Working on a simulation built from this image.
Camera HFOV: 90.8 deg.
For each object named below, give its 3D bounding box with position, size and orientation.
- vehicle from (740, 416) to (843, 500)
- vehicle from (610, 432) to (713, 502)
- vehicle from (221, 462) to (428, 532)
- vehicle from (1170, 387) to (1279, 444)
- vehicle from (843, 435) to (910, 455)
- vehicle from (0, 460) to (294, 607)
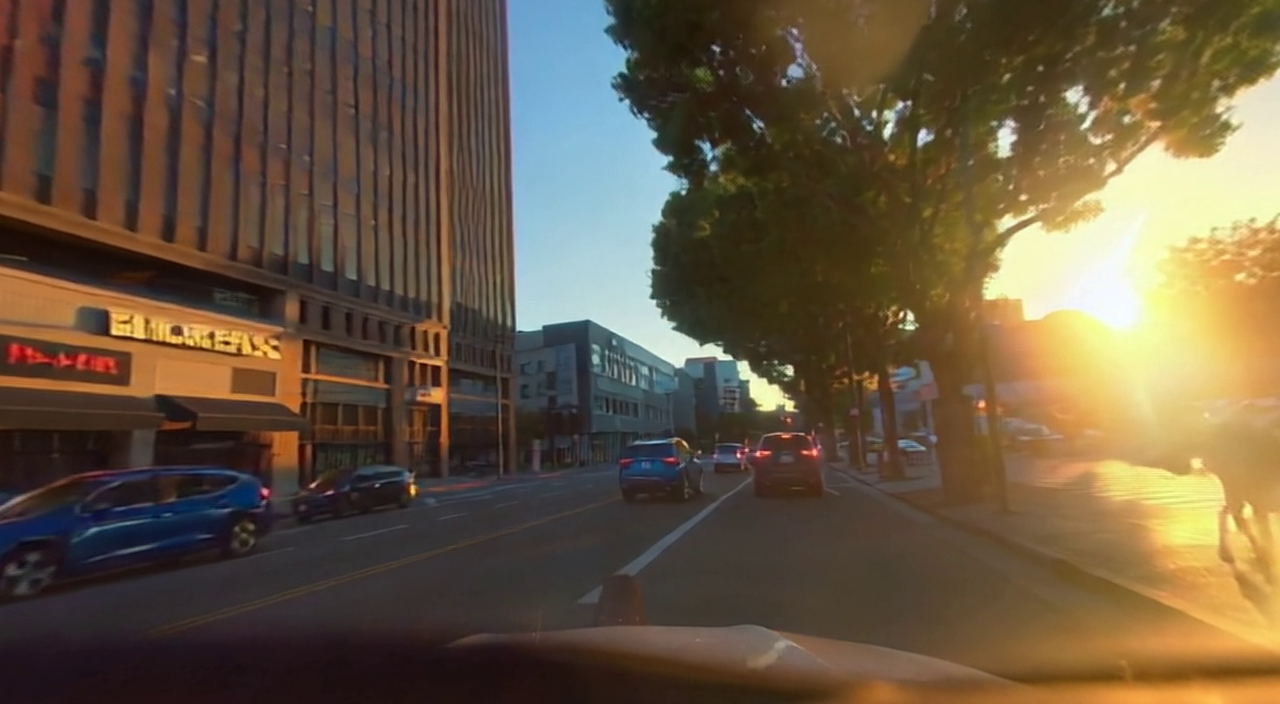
[{"bbox_3d":[4.156,2.913,17.583,2.352,1.953,4.796,-2,-9,12],"label":"vehicle"},{"bbox_3d":[0.745,3.176,17.755,2.023,1.702,4.152,-2,-9,14],"label":"vehicle"},{"bbox_3d":[-8.405,3.881,17.631,2.103,1.514,5.374,-2,-9,14],"label":"vehicle"},{"bbox_3d":[16.809,1.683,16.413,4.189,1.395,1.725,-2,-9,13],"label":"vehicle"},{"bbox_3d":[17.809,7.049,47.721,4.426,1.490,1.862,-1,-9,8],"label":"vehicle"},{"bbox_3d":[-7.432,2.326,8.915,1.857,1.507,4.504,-2,-9,13],"label":"vehicle"}]
